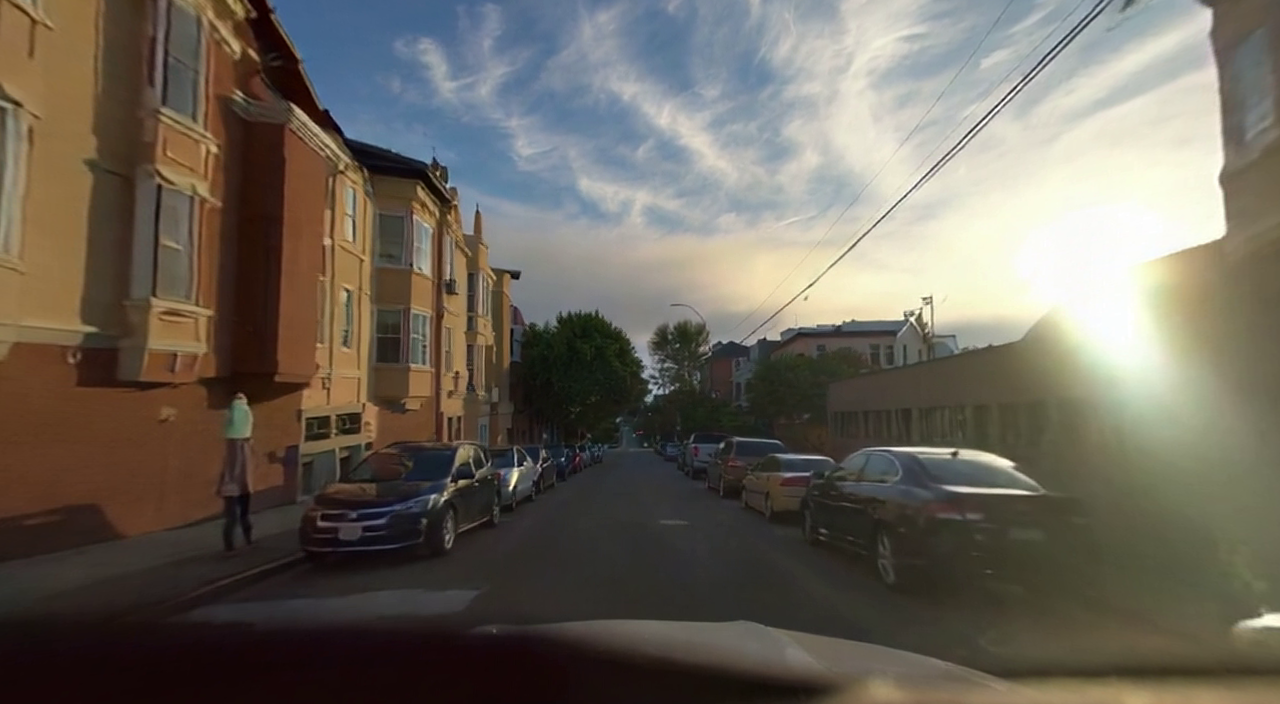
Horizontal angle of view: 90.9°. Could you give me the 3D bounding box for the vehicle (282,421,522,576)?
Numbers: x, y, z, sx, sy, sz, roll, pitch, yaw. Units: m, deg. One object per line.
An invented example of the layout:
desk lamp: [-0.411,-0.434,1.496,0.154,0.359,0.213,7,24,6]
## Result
vehicle: [-3.281,1.991,9.791,2.081,1.679,4.506,-3,-6,-1]

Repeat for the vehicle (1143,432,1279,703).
vehicle: [3.516,0.878,0.859,1.904,1.476,4.480,3,-8,-2]

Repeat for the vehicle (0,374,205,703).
vehicle: [-3.220,0.801,1.026,2.175,1.710,4.000,-2,-9,-1]

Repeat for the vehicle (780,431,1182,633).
vehicle: [3.285,1.755,7.413,1.968,1.595,4.543,1,-8,-4]
